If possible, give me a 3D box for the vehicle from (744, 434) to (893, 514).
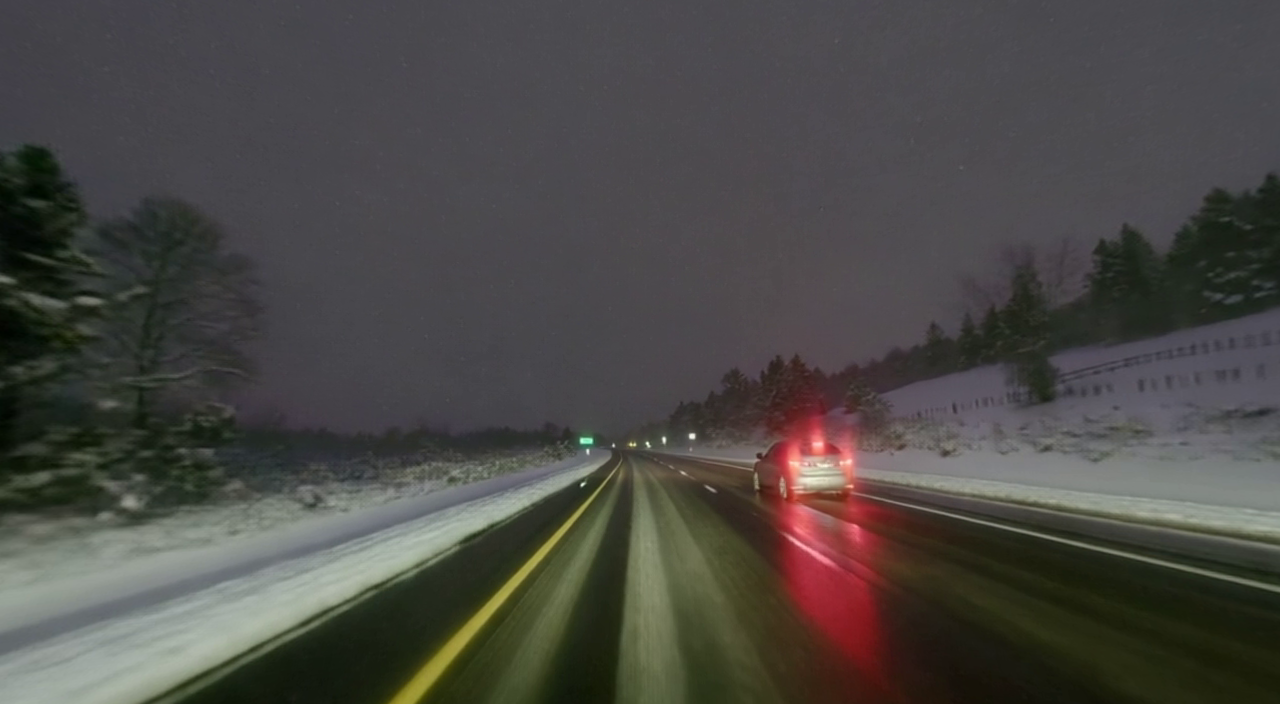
[{"bbox_3d":[3.719,2.629,14.094,2.003,1.466,4.441,0,-8,0],"label":"vehicle"}]
